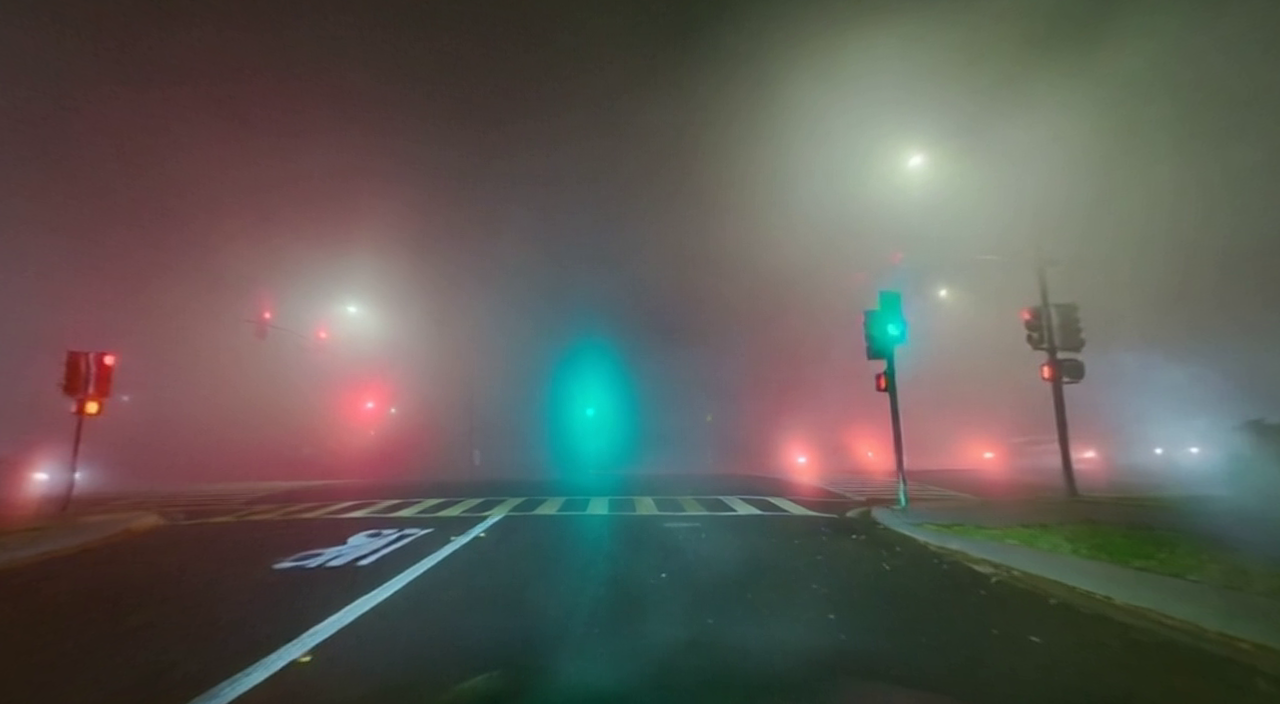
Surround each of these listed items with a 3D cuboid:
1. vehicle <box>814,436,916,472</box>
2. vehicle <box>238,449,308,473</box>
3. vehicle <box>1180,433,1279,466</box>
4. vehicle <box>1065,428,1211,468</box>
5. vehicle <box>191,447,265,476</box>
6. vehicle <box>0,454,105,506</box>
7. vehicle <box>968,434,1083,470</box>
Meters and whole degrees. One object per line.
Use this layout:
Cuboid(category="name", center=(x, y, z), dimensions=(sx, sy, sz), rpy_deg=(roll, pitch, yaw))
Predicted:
Cuboid(category="vehicle", center=(9.800, 4.487, 27.749), dimensions=(3.815, 1.504, 1.790), rpy_deg=(0, -8, 2))
Cuboid(category="vehicle", center=(-24.262, 7.188, 41.937), dimensions=(1.817, 1.488, 4.631), rpy_deg=(0, -8, 0))
Cuboid(category="vehicle", center=(29.146, 4.653, 30.229), dimensions=(4.692, 1.478, 1.886), rpy_deg=(-1, -8, 3))
Cuboid(category="vehicle", center=(21.401, 4.148, 27.331), dimensions=(4.510, 1.673, 2.030), rpy_deg=(0, -8, 1))
Cuboid(category="vehicle", center=(-27.184, 7.184, 41.834), dimensions=(1.967, 1.779, 4.159), rpy_deg=(-1, -8, 2))
Cuboid(category="vehicle", center=(-19.849, 3.905, 19.510), dimensions=(4.989, 1.442, 1.940), rpy_deg=(-1, -8, 4))
Cuboid(category="vehicle", center=(18.878, 4.915, 31.115), dimensions=(4.326, 1.672, 1.903), rpy_deg=(0, -8, 2))
